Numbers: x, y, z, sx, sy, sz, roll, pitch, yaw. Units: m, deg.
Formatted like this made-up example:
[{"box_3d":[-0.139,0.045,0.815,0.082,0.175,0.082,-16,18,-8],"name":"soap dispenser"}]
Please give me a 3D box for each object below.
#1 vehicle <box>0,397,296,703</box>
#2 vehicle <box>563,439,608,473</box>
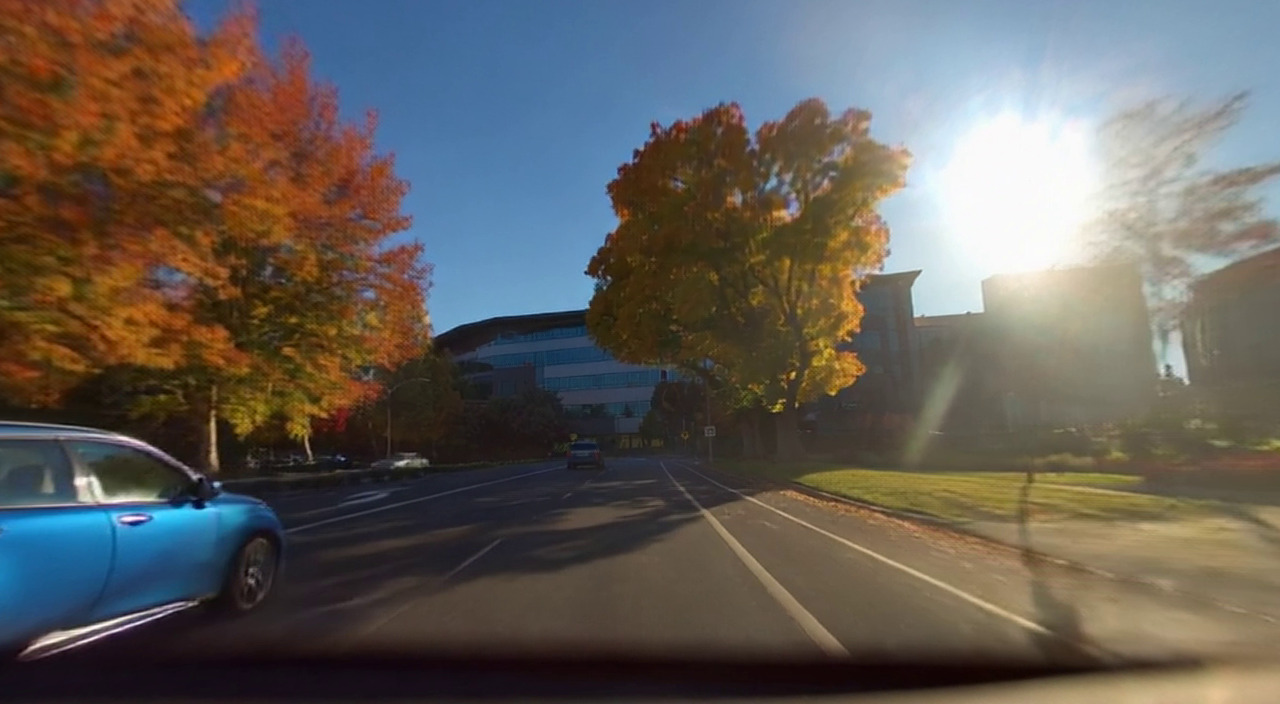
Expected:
[{"box_3d":[-3.870,0.999,3.029,1.923,1.528,4.309,0,-9,1],"name":"vehicle"},{"box_3d":[-3.097,6.011,36.571,2.112,1.779,4.489,0,-9,1],"name":"vehicle"}]
